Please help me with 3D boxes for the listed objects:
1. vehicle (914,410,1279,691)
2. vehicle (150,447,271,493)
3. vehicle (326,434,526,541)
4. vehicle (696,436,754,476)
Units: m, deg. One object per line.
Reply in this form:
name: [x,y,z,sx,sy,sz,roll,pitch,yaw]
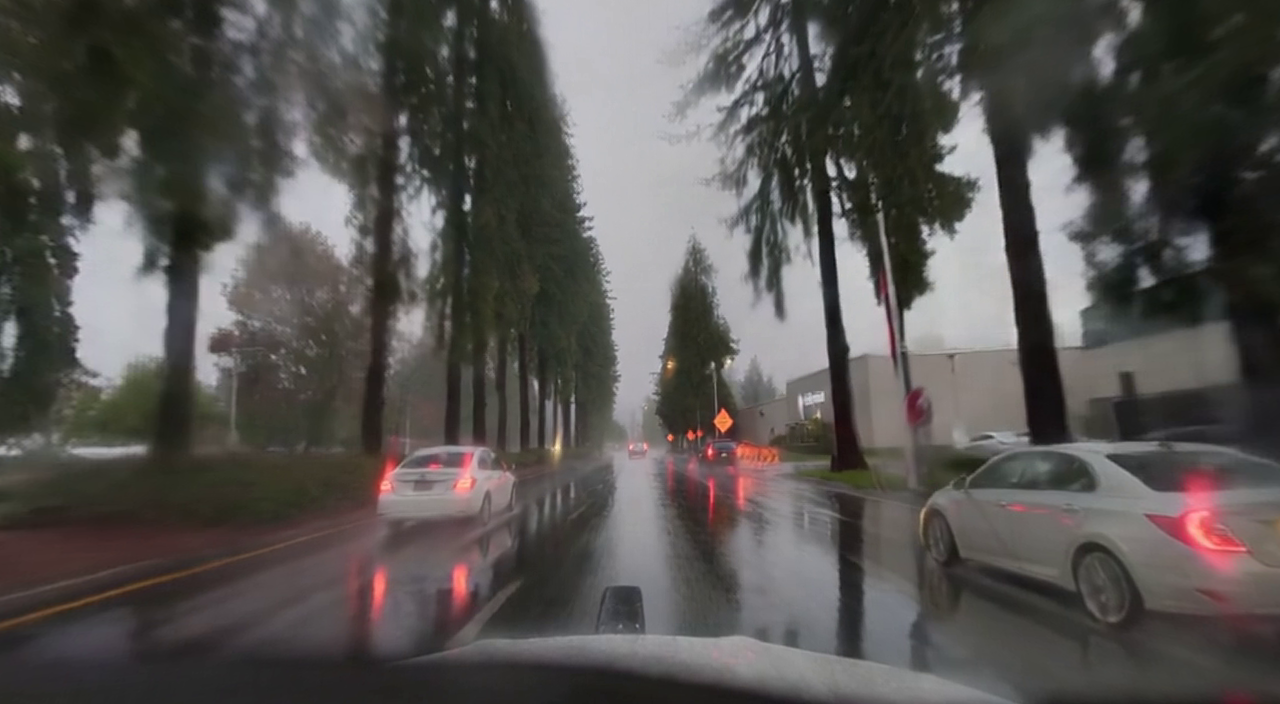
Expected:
vehicle: [4.108,1.348,5.343,1.827,1.491,3.743,0,-9,-1]
vehicle: [-17.822,4.883,26.539,1.905,1.713,4.517,0,-9,0]
vehicle: [-3.358,2.202,10.909,2.020,1.474,4.098,0,-9,0]
vehicle: [4.141,5.180,31.638,2.159,1.793,4.735,0,-9,-1]
